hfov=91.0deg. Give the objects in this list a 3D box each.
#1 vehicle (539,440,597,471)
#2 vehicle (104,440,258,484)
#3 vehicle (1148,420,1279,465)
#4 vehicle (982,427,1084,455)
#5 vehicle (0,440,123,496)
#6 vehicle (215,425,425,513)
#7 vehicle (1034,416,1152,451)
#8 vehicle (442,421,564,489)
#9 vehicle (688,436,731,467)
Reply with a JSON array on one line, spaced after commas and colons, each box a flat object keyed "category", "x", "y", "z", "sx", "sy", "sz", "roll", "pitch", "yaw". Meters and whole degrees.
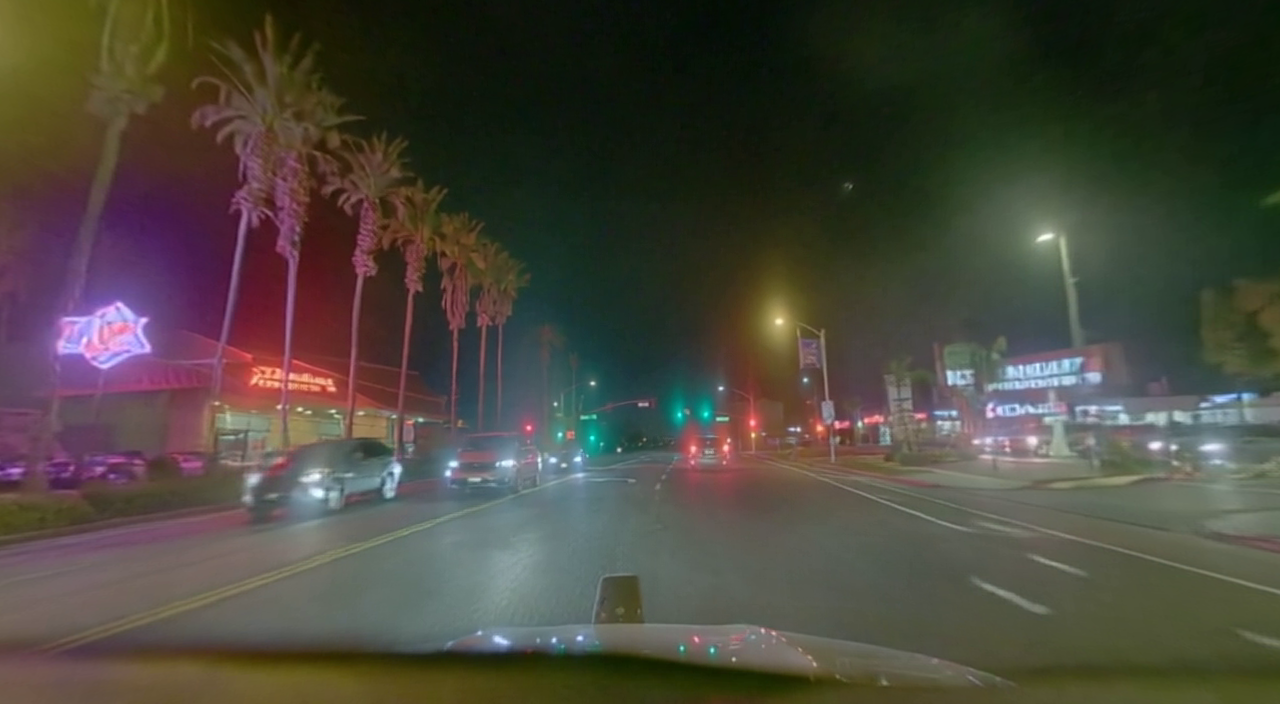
[{"category": "vehicle", "x": -3.660, "y": 5.359, "z": 32.873, "sx": 2.090, "sy": 1.489, "sz": 4.909, "roll": -1, "pitch": -8, "yaw": 5}, {"category": "vehicle", "x": -19.593, "y": 4.700, "z": 27.018, "sx": 5.050, "sy": 1.758, "sz": 2.134, "roll": -1, "pitch": -9, "yaw": 5}, {"category": "vehicle", "x": 19.802, "y": 3.012, "z": 20.924, "sx": 4.140, "sy": 1.422, "sz": 1.869, "roll": 0, "pitch": -8, "yaw": 2}, {"category": "vehicle", "x": 23.077, "y": 5.243, "z": 37.123, "sx": 2.028, "sy": 1.556, "sz": 4.625, "roll": 4, "pitch": -9, "yaw": -27}, {"category": "vehicle", "x": -20.328, "y": 3.836, "z": 20.885, "sx": 4.498, "sy": 1.729, "sz": 2.102, "roll": -1, "pitch": -9, "yaw": 2}, {"category": "vehicle", "x": -8.351, "y": 3.104, "z": 17.403, "sx": 2.328, "sy": 1.976, "sz": 5.915, "roll": -1, "pitch": -8, "yaw": 5}, {"category": "vehicle", "x": 26.562, "y": 4.851, "z": 37.117, "sx": 2.308, "sy": 1.868, "sz": 4.999, "roll": 4, "pitch": -9, "yaw": -25}, {"category": "vehicle", "x": -4.395, "y": 3.465, "z": 21.483, "sx": 2.551, "sy": 1.995, "sz": 5.615, "roll": -1, "pitch": -8, "yaw": 4}, {"category": "vehicle", "x": 3.595, "y": 5.200, "z": 33.129, "sx": 2.065, "sy": 1.507, "sz": 4.225, "roll": -1, "pitch": -8, "yaw": 4}]
